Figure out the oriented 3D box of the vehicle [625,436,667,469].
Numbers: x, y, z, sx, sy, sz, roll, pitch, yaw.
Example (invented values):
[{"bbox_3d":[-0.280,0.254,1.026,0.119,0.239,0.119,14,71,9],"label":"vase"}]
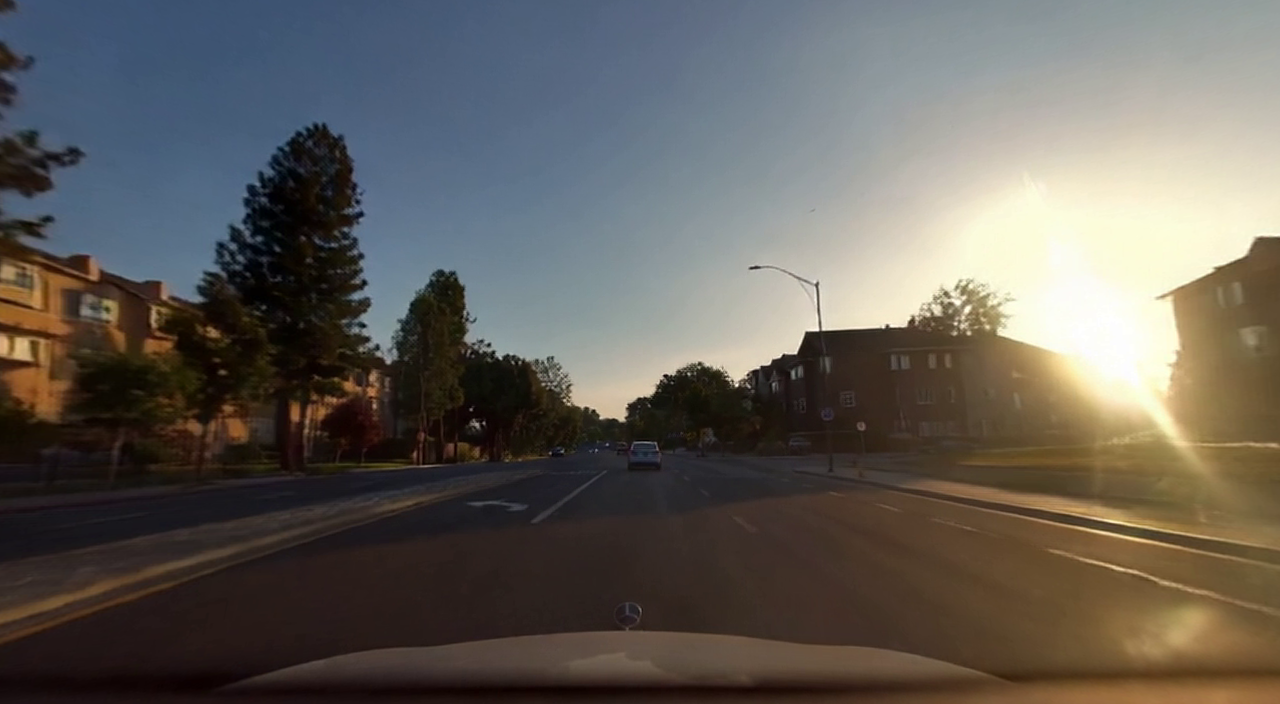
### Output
[{"bbox_3d":[0.274,5.786,36.320,2.165,1.783,4.391,0,-9,-3],"label":"vehicle"}]
